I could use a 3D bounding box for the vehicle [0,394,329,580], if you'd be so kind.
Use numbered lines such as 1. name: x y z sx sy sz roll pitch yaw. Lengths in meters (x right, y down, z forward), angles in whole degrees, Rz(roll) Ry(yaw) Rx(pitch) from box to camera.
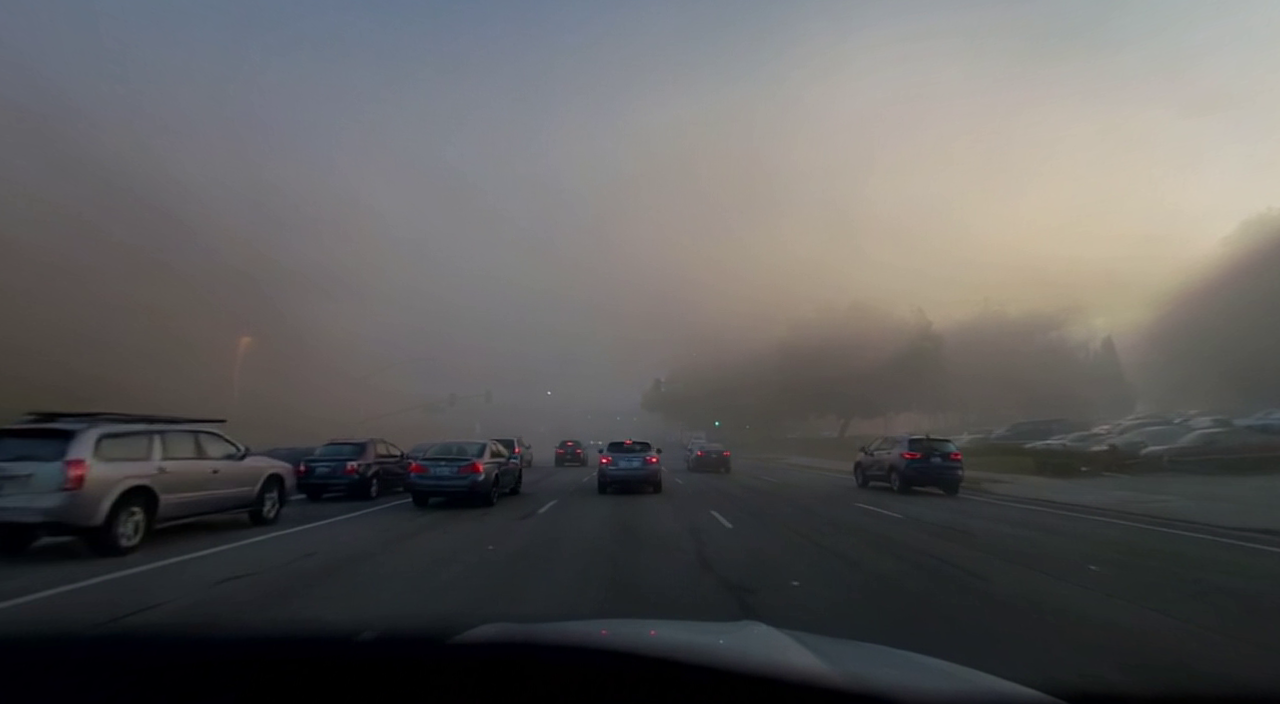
1. vehicle: -6.738 1.691 8.834 1.864 1.737 5.689 0 -9 0

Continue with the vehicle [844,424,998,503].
1. vehicle: 6.724 2.716 15.723 1.889 1.681 4.120 0 -9 0

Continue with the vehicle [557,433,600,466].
1. vehicle: -3.594 5.786 37.717 2.154 1.801 5.015 0 -9 -1

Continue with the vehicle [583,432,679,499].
1. vehicle: -0.224 2.879 16.392 2.161 1.501 4.184 0 -9 -1

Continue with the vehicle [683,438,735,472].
1. vehicle: 3.222 4.896 30.281 1.905 1.473 4.183 0 -9 -2

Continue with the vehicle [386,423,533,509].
1. vehicle: -3.824 2.517 14.315 2.009 1.619 4.376 0 -9 1
